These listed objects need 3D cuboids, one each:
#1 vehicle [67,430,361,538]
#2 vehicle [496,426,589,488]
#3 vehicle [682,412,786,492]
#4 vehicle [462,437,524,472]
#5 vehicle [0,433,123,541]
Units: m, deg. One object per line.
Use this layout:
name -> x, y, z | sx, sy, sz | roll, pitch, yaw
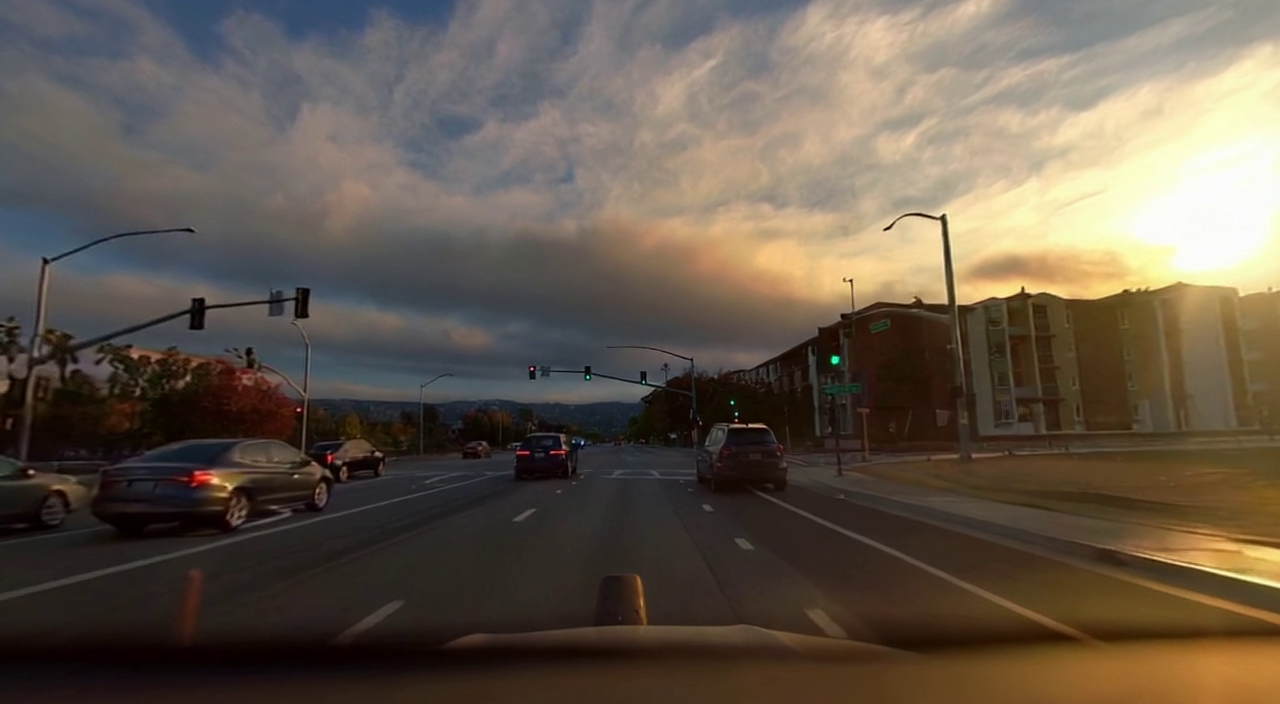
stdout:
vehicle -> -7.015, 2.191, 11.224 | 1.928, 1.488, 4.635 | 0, -8, 1
vehicle -> -2.821, 3.144, 19.200 | 2.121, 1.654, 3.993 | 0, -8, 1
vehicle -> 2.336, 2.638, 16.901 | 2.197, 1.835, 4.316 | 0, -8, 1
vehicle -> -6.662, 4.686, 29.076 | 1.993, 1.492, 3.666 | 0, -8, 0
vehicle -> -9.864, 1.860, 8.605 | 1.874, 1.492, 4.475 | 0, -8, 0
